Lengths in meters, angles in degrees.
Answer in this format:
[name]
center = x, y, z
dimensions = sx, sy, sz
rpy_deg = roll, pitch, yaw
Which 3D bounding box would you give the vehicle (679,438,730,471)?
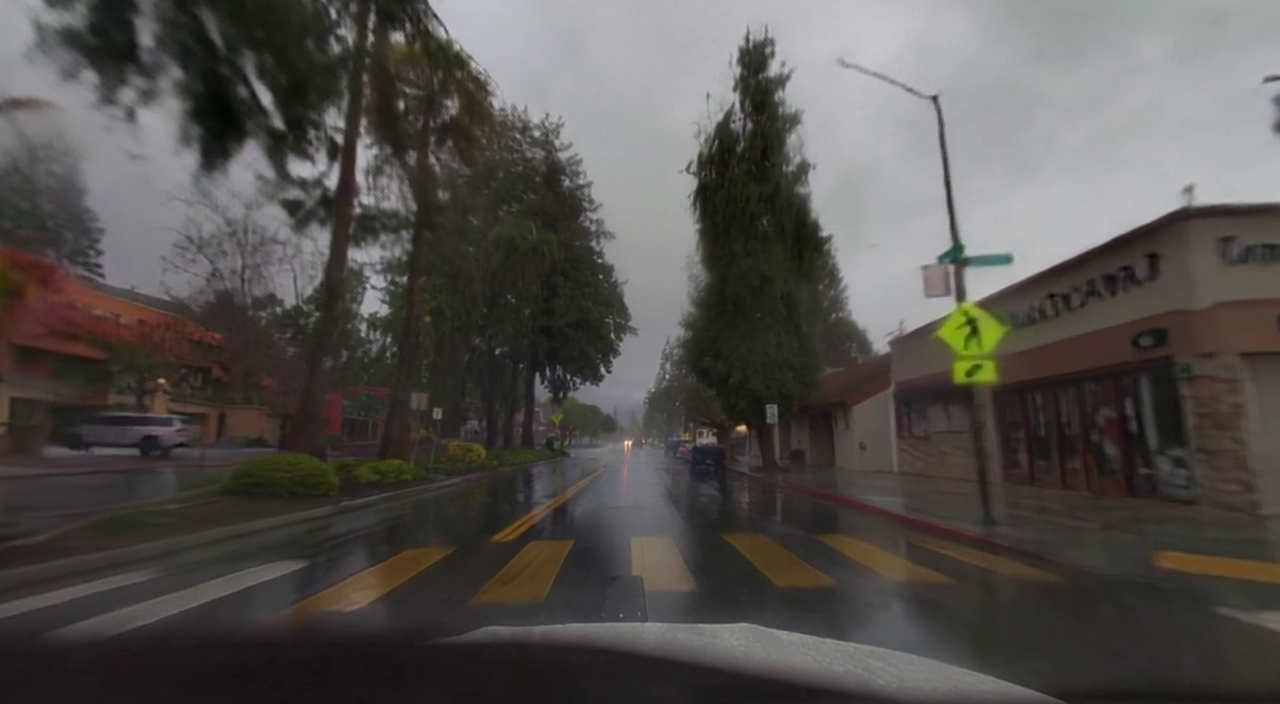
[vehicle]
center = 3.141, 5.105, 31.607
dimensions = 2.152, 1.527, 4.010
rpy_deg = 0, -9, 0
